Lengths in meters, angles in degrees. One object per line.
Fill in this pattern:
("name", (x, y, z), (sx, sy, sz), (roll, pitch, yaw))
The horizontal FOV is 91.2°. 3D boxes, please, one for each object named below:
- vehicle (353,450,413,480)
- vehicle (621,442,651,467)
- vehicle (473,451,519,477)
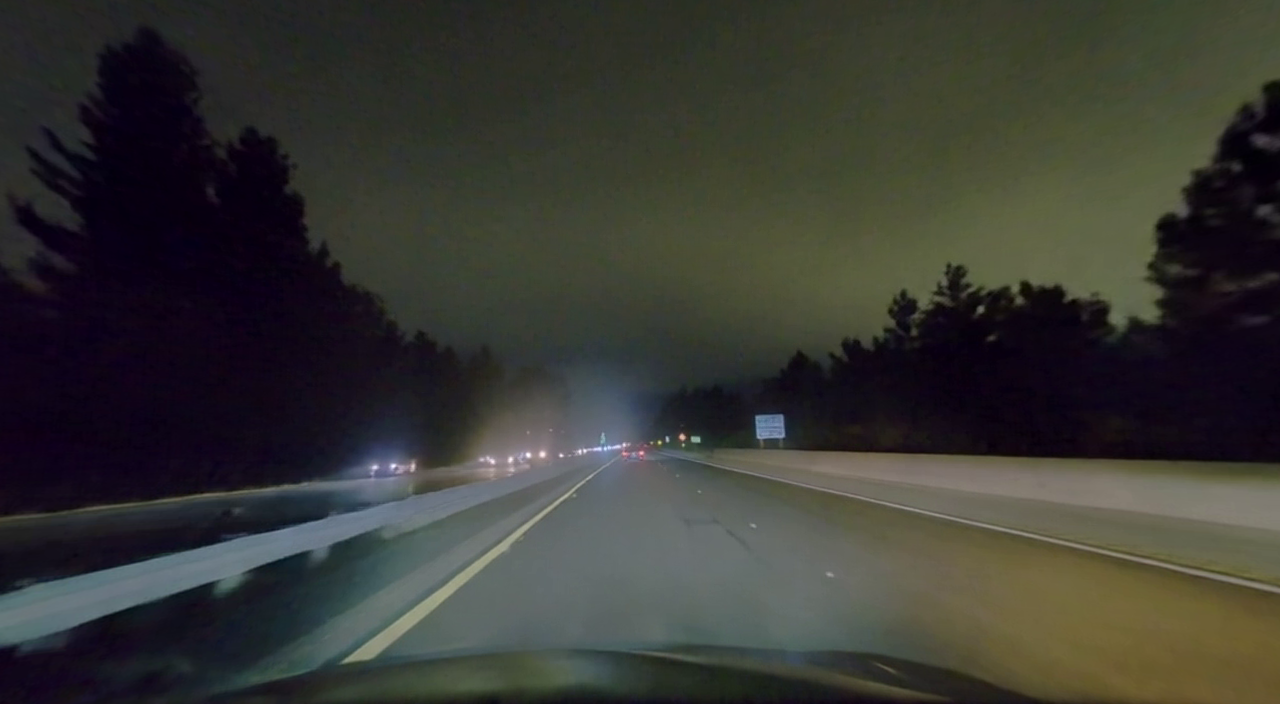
("vehicle", (-14.250, 6.275, 34.957), (1.808, 1.545, 3.611), (0, -9, 1))
("vehicle", (-0.301, 7.379, 45.259), (2.098, 1.692, 4.038), (0, -9, -1))
("vehicle", (-8.784, 6.850, 38.504), (1.852, 1.487, 3.890), (0, -9, 1))
